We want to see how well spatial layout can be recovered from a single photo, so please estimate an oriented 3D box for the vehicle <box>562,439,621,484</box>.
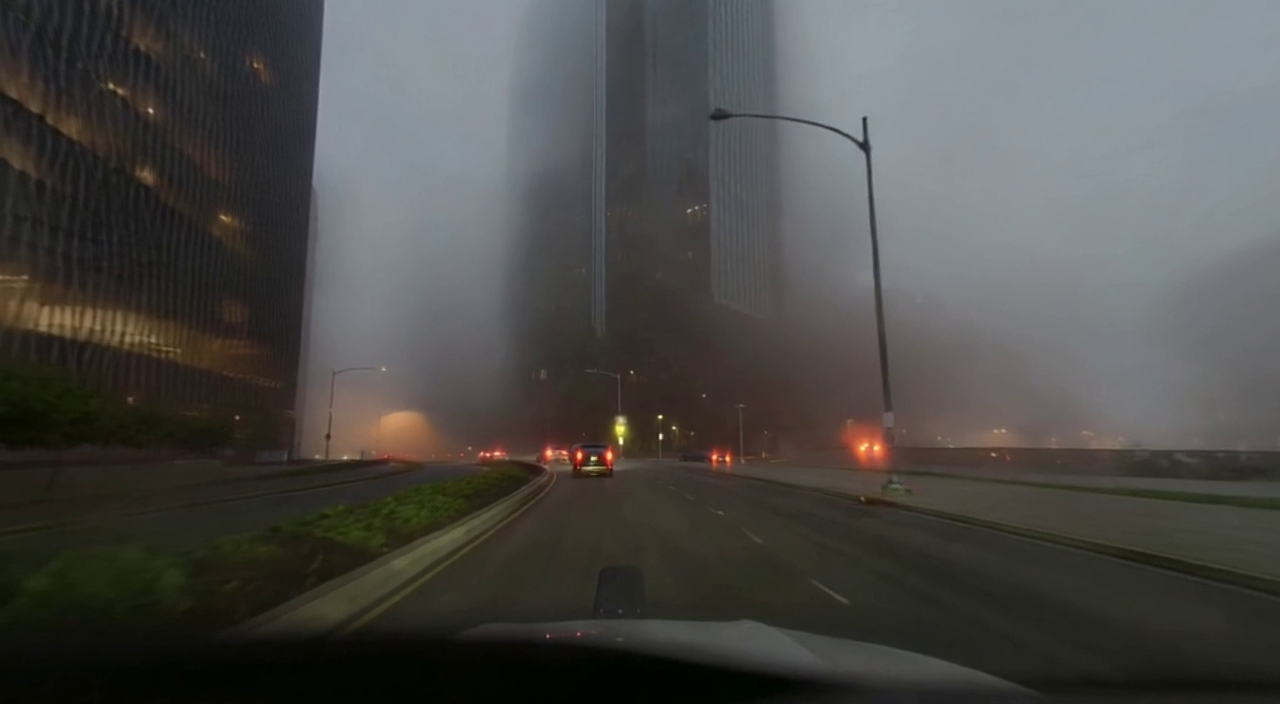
[{"bbox_3d":[-1.979,4.465,25.934,2.183,1.675,4.319,1,-9,-4],"label":"vehicle"}]
